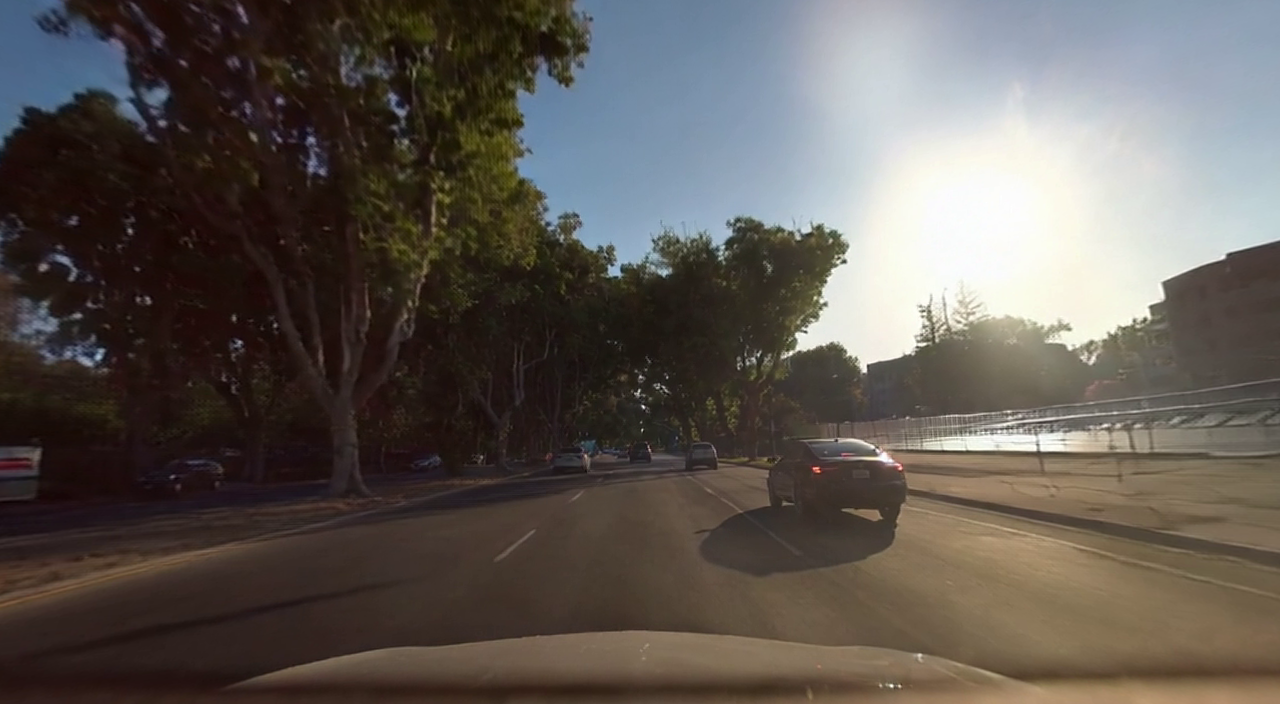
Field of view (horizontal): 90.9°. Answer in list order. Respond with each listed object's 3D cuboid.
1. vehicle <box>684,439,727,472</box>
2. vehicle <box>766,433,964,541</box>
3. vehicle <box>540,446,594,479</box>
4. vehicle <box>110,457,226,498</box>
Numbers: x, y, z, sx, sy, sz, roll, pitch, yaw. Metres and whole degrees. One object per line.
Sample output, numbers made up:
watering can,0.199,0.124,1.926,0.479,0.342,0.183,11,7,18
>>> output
vehicle,3.645,5.862,35.859,1.980,1.709,4.367,0,-8,0
vehicle,3.623,2.234,11.119,1.919,1.502,4.232,0,-8,0
vehicle,-3.285,5.038,29.038,2.013,1.354,3.908,0,-8,0
vehicle,-22.565,5.961,30.399,1.976,1.697,4.738,0,-8,-1
